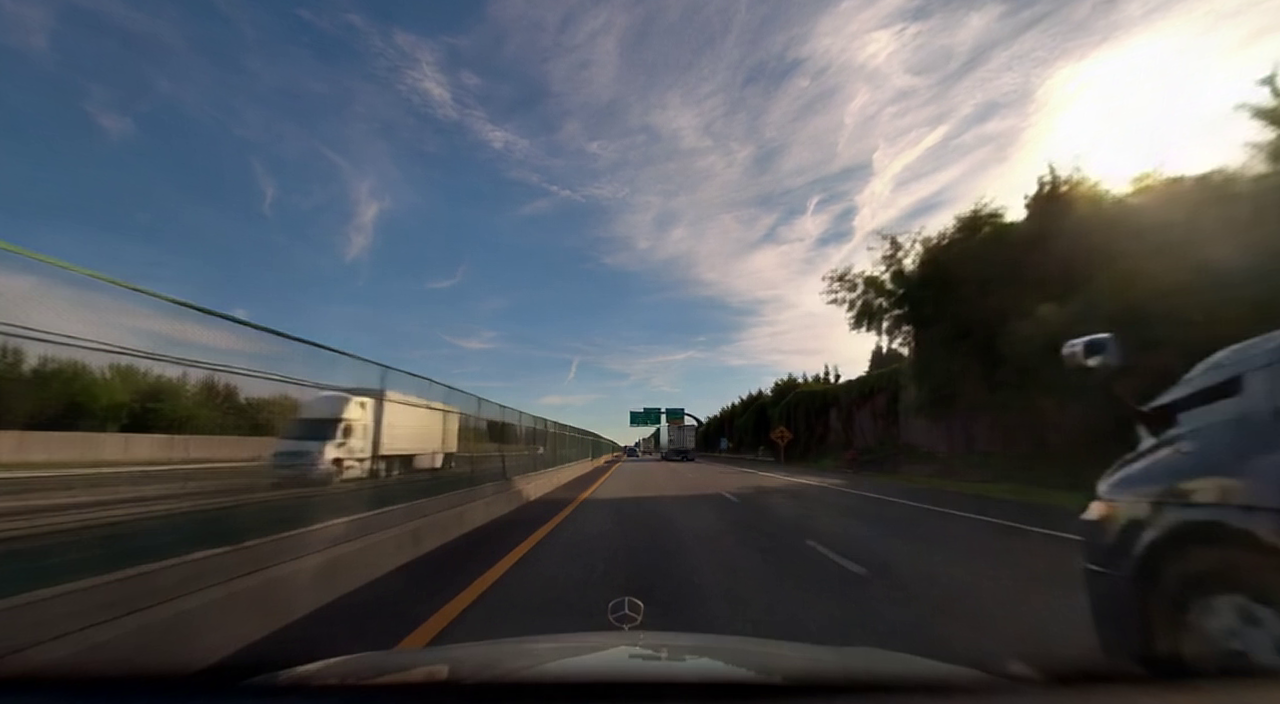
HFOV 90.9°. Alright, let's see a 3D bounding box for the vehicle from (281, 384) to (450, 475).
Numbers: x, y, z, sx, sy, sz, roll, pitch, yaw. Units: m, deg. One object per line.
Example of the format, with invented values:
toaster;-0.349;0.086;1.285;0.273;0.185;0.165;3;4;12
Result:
vehicle;-12.754;3.999;31.234;3.045;3.619;12.191;0;-9;-1
